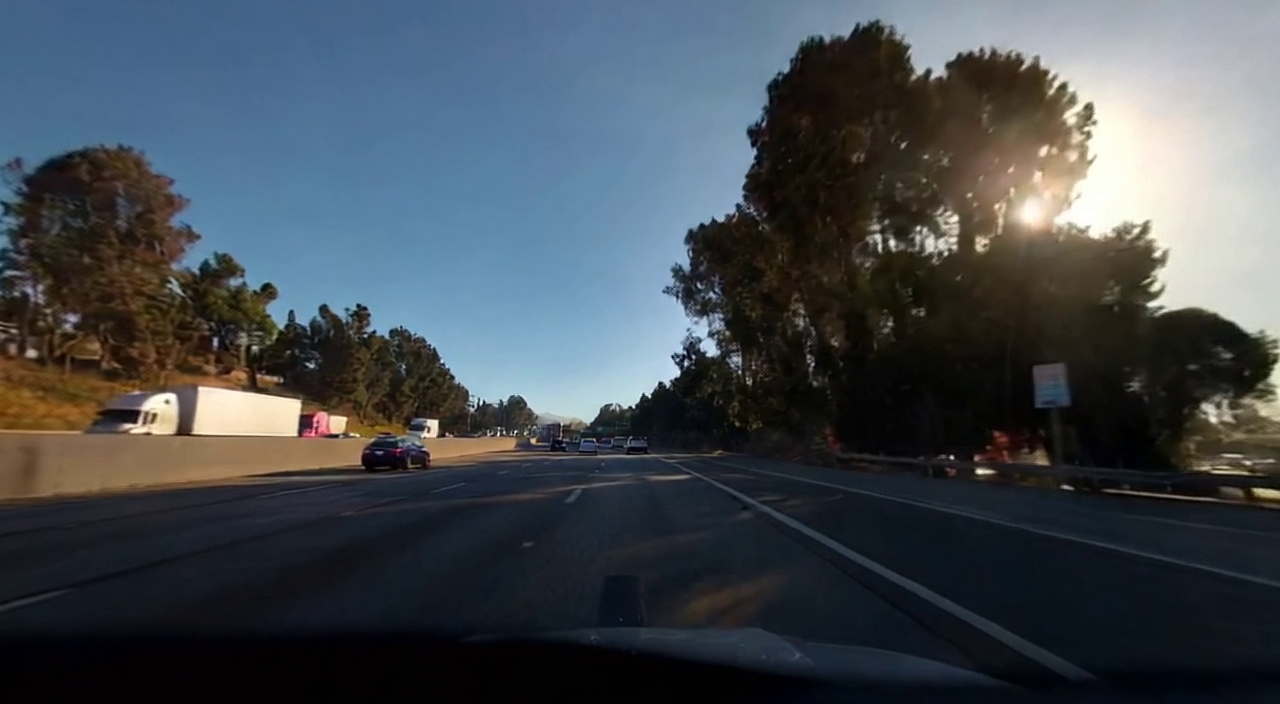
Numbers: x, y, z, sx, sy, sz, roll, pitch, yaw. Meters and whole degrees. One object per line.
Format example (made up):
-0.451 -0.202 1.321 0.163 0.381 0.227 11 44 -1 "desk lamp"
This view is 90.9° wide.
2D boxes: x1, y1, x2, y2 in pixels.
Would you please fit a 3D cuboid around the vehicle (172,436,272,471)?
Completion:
-17.990 4.354 27.347 1.831 1.415 3.645 0 -8 0 "vehicle"

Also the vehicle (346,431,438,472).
-10.803 4.346 27.917 2.197 1.654 4.823 0 -8 -1 "vehicle"

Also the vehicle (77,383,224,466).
-25.324 3.851 33.104 2.984 3.948 5.839 0 -8 -2 "vehicle"
